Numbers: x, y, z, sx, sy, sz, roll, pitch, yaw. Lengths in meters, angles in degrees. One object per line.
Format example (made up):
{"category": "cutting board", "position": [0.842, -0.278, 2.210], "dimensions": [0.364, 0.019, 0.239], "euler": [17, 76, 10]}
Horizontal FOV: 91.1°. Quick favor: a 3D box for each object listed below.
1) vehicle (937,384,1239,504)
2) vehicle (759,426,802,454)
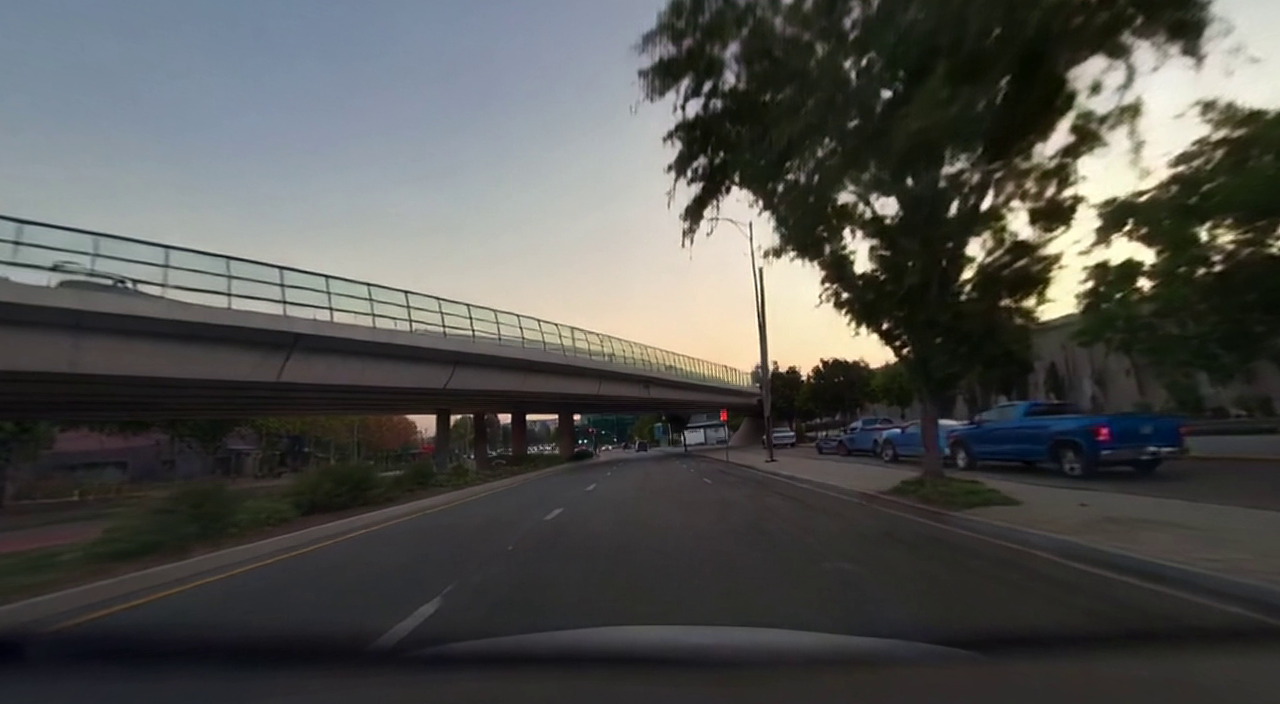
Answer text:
{"category": "vehicle", "position": [10.259, 2.267, 15.493], "dimensions": [2.445, 2.272, 6.461], "euler": [-1, -8, -2]}
{"category": "vehicle", "position": [11.091, 7.058, 49.988], "dimensions": [2.244, 1.866, 4.603], "euler": [-6, -9, 0]}
